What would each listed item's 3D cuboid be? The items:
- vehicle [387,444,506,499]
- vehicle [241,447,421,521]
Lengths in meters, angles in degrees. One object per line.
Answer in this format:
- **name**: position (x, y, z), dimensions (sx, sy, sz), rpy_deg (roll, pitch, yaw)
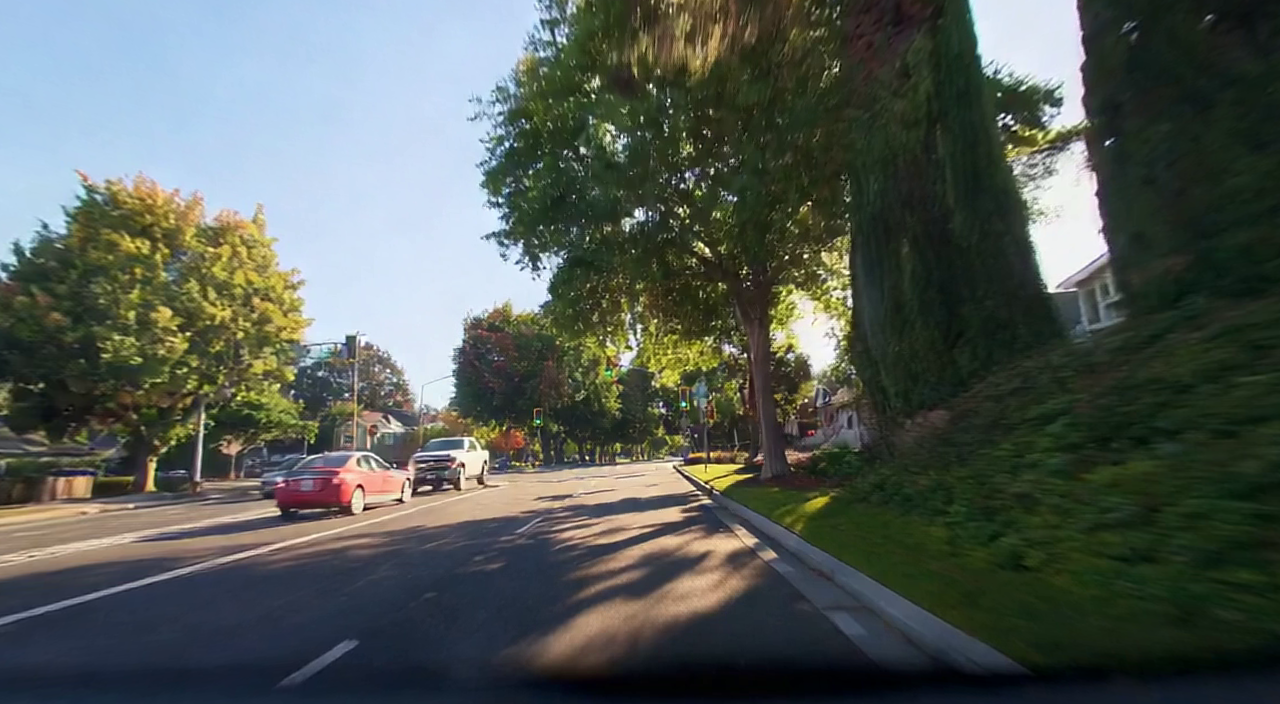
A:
- **vehicle**: position (-7.010, 4.389, 23.919), dimensions (2.308, 1.755, 6.571), rpy_deg (0, -8, 2)
- **vehicle**: position (-7.192, 3.075, 15.358), dimensions (1.968, 1.485, 4.558), rpy_deg (0, -8, 2)
